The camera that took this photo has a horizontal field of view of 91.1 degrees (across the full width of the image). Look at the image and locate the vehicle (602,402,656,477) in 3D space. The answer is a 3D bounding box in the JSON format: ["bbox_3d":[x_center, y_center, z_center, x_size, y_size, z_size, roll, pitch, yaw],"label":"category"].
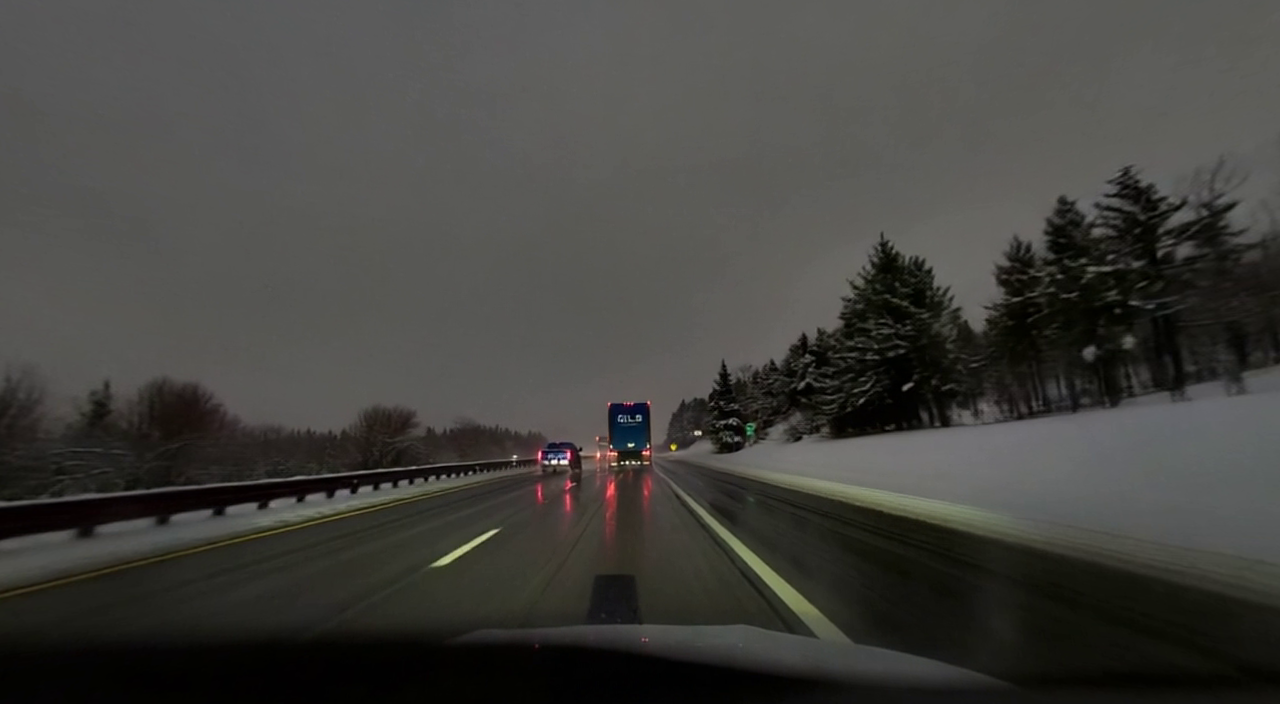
[{"bbox_3d":[-0.670,5.475,38.947,2.923,4.007,9.760,0,-9,-1],"label":"vehicle"}]

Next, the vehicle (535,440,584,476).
[{"bbox_3d":[-4.722,6.311,37.660,2.226,1.935,5.130,0,-9,0],"label":"vehicle"}]
